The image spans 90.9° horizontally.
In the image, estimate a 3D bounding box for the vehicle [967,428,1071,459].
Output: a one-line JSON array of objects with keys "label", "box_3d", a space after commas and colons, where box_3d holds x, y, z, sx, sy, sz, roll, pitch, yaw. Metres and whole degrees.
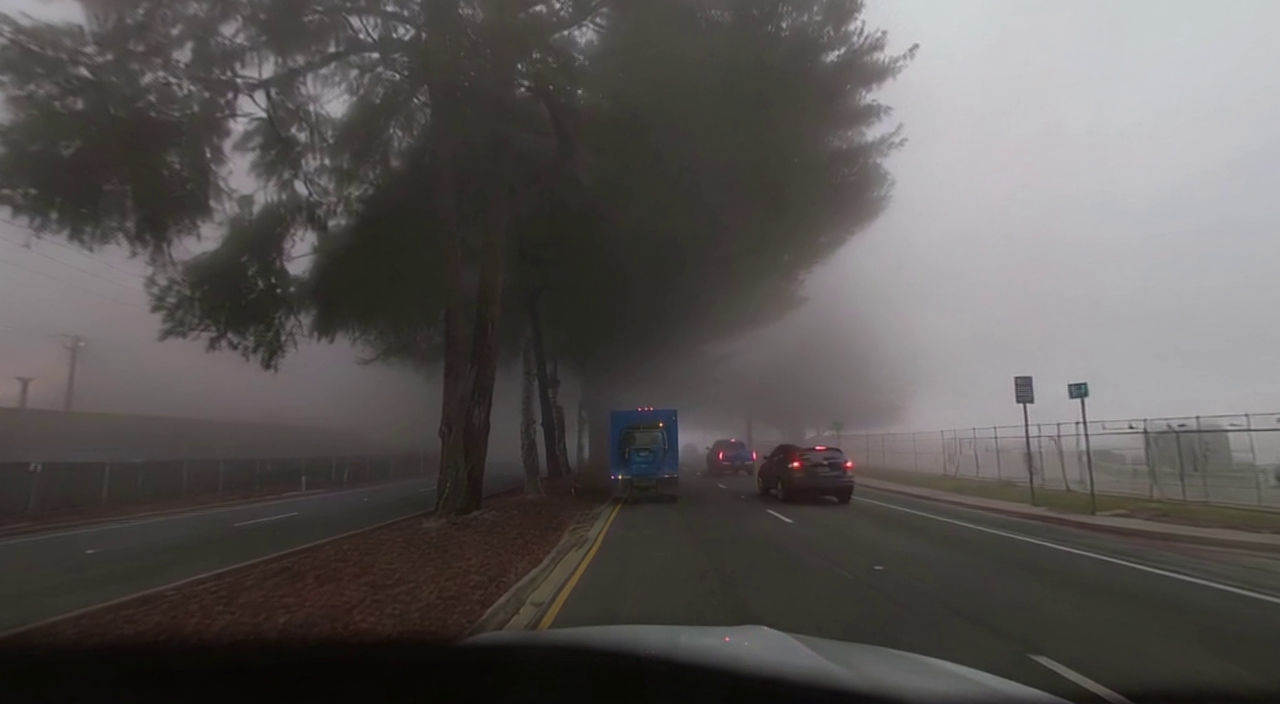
[{"label": "vehicle", "box_3d": [23.029, 5.610, 38.450, 4.995, 1.543, 1.899, -4, -8, 1]}]

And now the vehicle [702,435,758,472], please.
[{"label": "vehicle", "box_3d": [4.862, 5.616, 34.994, 2.375, 1.857, 5.100, 0, -8, 0]}]

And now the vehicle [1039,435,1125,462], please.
[{"label": "vehicle", "box_3d": [22.889, 5.011, 32.680, 3.251, 1.321, 1.555, 0, -8, -1]}]

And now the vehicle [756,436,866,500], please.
[{"label": "vehicle", "box_3d": [4.768, 3.286, 18.299, 2.001, 1.621, 4.208, 0, -8, 0]}]

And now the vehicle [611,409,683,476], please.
[{"label": "vehicle", "box_3d": [0.474, 4.579, 31.809, 3.197, 2.963, 7.055, 0, -8, 2]}]
